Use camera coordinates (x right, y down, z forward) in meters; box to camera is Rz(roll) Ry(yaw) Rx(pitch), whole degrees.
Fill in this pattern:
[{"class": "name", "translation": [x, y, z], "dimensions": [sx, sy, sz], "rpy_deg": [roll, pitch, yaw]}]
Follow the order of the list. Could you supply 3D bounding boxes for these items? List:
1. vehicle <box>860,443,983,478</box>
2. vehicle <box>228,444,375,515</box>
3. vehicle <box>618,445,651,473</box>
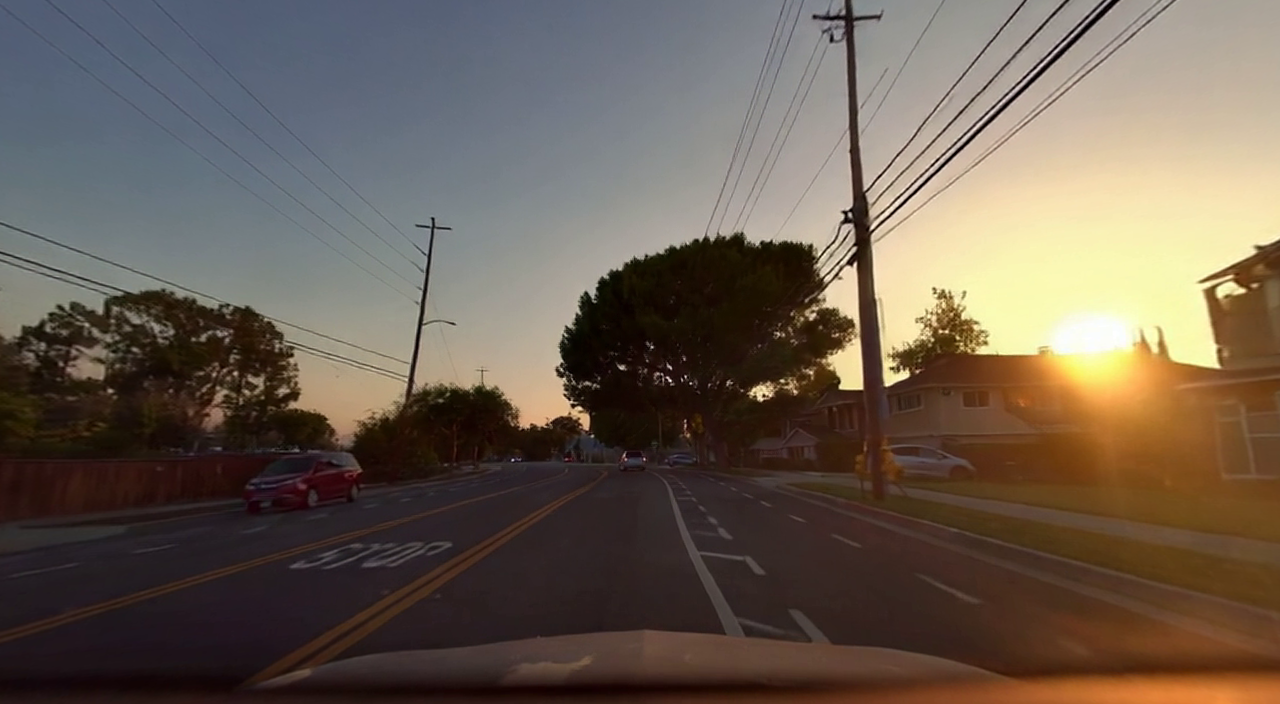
[{"class": "vehicle", "translation": [12.759, 4.933, 28.764], "dimensions": [4.648, 1.511, 1.919], "rpy_deg": [0, -8, -2]}, {"class": "vehicle", "translation": [-11.066, 4.129, 21.184], "dimensions": [1.998, 2.047, 5.167], "rpy_deg": [0, -8, 1]}, {"class": "vehicle", "translation": [-0.391, 7.945, 47.052], "dimensions": [2.284, 1.741, 4.702], "rpy_deg": [2, -8, 1]}]
